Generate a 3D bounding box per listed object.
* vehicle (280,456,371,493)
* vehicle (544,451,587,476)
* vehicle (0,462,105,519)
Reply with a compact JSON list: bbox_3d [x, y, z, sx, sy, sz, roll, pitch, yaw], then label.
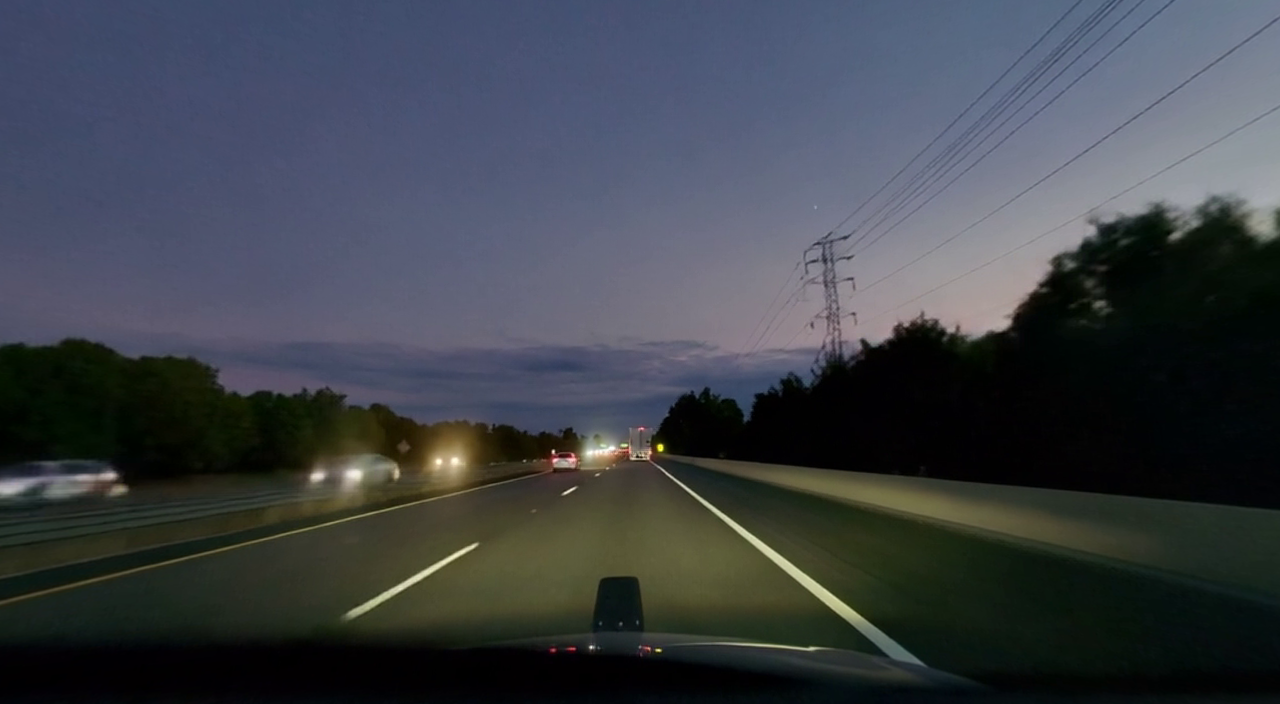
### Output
[{"bbox_3d":[-13.266,5.148,26.930,1.761,1.413,4.126,0,-9,0],"label":"vehicle"},{"bbox_3d":[-4.474,6.762,38.519,2.106,1.445,4.404,0,-9,0],"label":"vehicle"},{"bbox_3d":[-18.015,3.908,18.006,1.830,1.469,4.110,0,-9,0],"label":"vehicle"}]
